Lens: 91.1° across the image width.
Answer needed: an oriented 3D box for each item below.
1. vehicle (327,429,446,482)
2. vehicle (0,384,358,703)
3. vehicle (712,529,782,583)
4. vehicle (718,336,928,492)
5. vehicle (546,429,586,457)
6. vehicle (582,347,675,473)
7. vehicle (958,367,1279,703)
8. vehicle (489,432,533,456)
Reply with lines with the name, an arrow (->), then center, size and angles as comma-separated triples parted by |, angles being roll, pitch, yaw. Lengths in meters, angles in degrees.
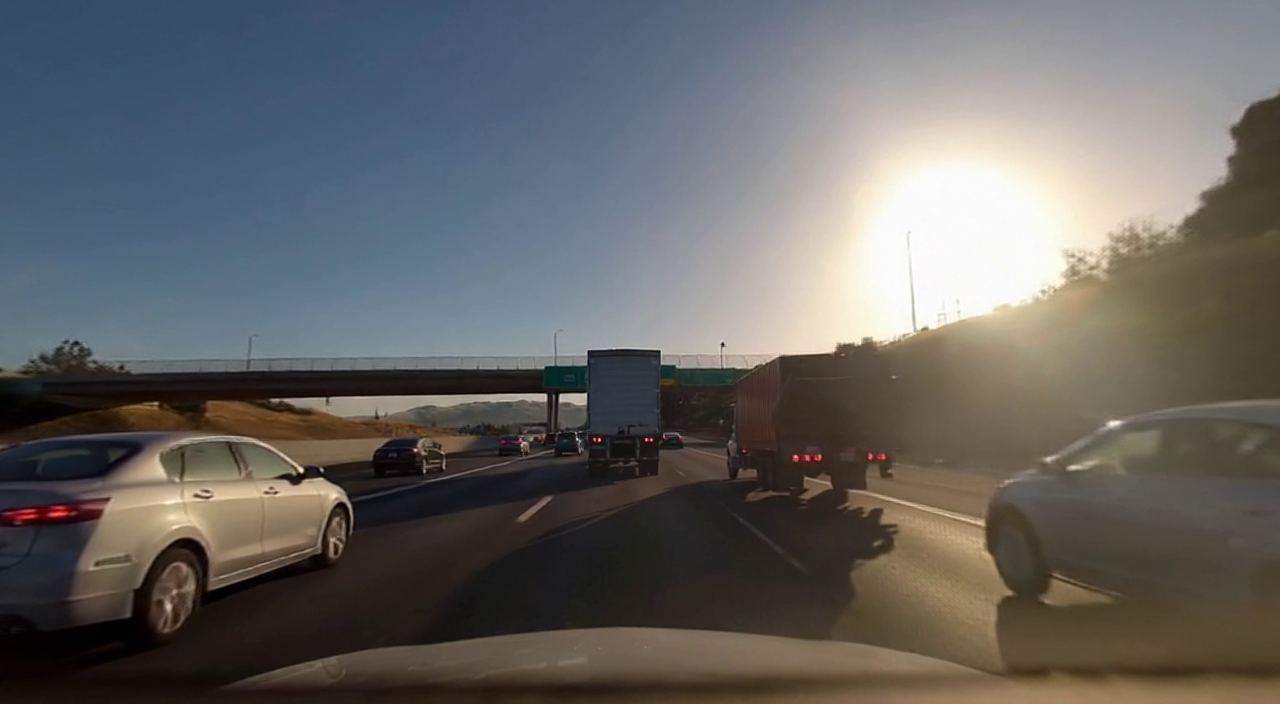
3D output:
vehicle -> -7.805, 3.203, 19.882 | 1.909, 1.479, 4.425 | 0, -8, 0
vehicle -> -3.868, 1.129, 4.557 | 1.882, 1.493, 3.828 | 0, -8, -1
vehicle -> 5.092, 9.834, 30.462 | 2.835, 2.000, 2.696 | 0, -7, -2
vehicle -> 5.501, 2.502, 22.967 | 2.863, 3.936, 14.058 | 0, -8, -3
vehicle -> -4.540, 5.624, 39.066 | 1.986, 1.612, 4.155 | 0, -8, 0
vehicle -> -0.495, 2.486, 25.080 | 2.938, 4.033, 9.980 | 0, -8, -2
vehicle -> 3.387, 0.844, 2.563 | 1.976, 1.513, 4.065 | 0, -8, -1
vehicle -> -8.603, 6.168, 42.246 | 2.019, 1.471, 4.347 | 0, -8, 0
